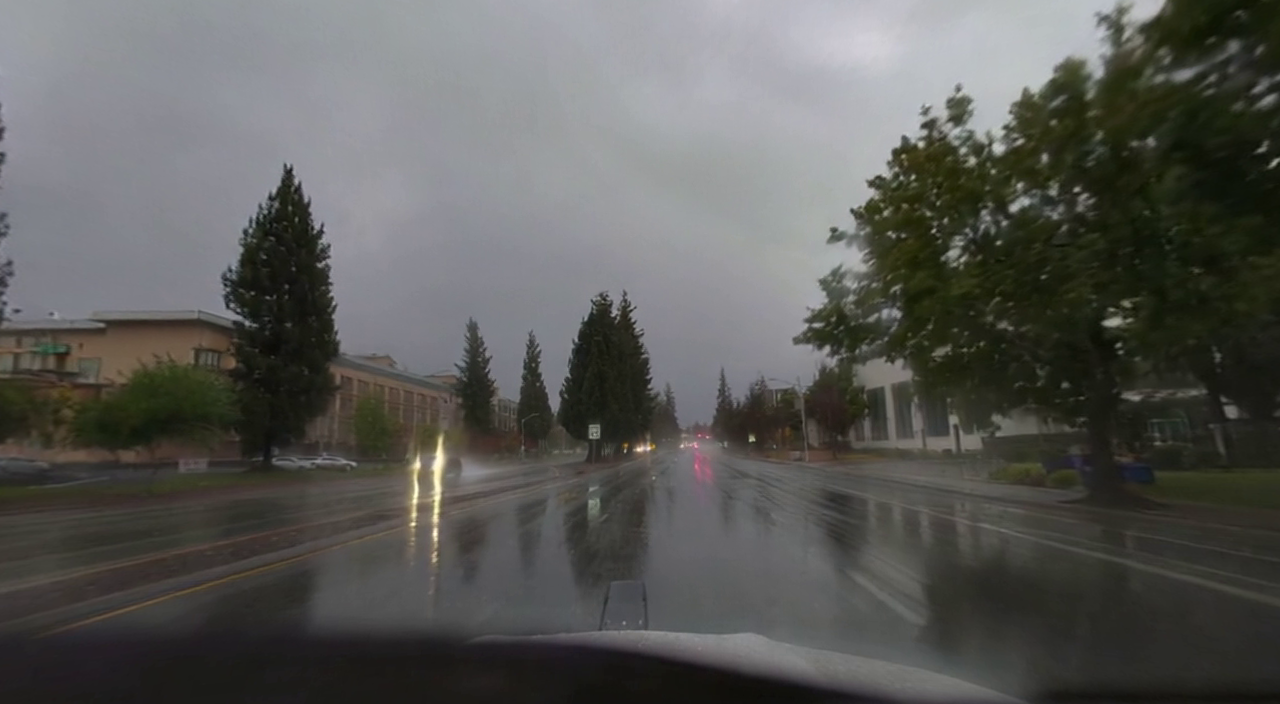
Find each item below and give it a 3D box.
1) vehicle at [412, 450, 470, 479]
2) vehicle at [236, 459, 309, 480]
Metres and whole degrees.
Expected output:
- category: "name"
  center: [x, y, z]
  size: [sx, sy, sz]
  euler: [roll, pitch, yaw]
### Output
- category: "vehicle"
  center: [-12.912, 7.316, 41.228]
  size: [1.915, 1.721, 4.402]
  euler: [-1, -8, 7]
- category: "vehicle"
  center: [-27.733, 8.852, 47.672]
  size: [4.380, 1.461, 1.754]
  euler: [-1, -8, 3]
